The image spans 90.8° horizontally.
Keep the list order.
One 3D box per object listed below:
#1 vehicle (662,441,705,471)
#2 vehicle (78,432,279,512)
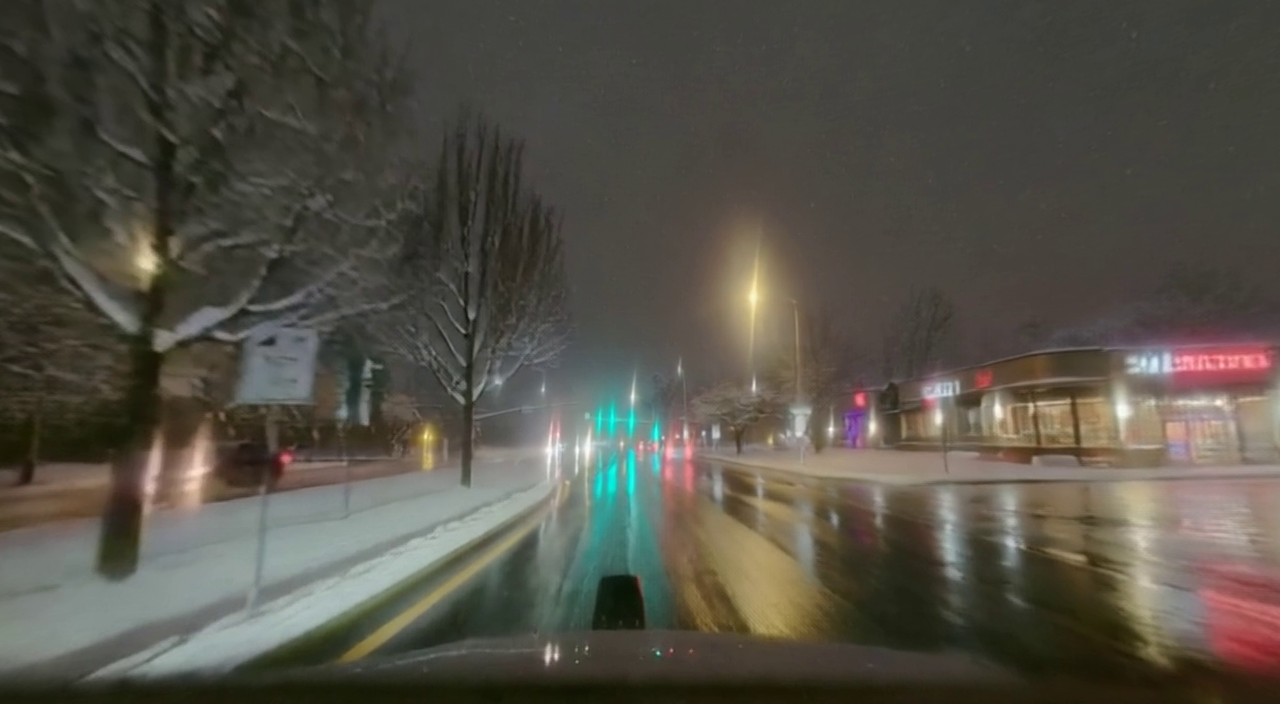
[{"bbox_3d":[2.407,5.927,36.111,1.961,1.580,4.020,0,-8,-3],"label":"vehicle"},{"bbox_3d":[-11.766,3.049,16.656,1.953,1.761,4.702,0,-8,-4],"label":"vehicle"}]
